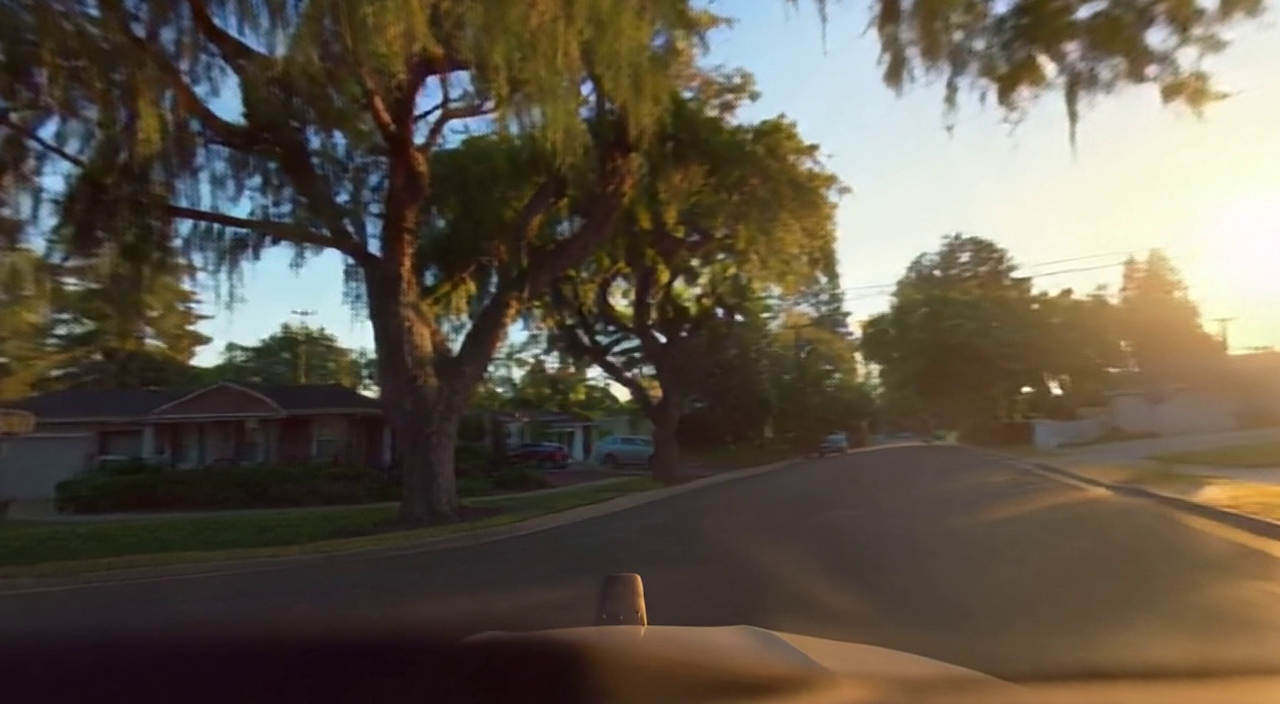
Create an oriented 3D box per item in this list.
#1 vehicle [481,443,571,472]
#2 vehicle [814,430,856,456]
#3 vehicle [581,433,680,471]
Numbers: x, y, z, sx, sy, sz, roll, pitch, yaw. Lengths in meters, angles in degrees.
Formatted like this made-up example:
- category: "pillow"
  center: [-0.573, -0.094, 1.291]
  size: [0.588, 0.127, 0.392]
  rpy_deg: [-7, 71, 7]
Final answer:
- category: "vehicle"
  center: [-6.214, 5.734, 34.409]
  size: [4.531, 1.470, 1.855]
  rpy_deg: [-5, -9, 24]
- category: "vehicle"
  center: [14.637, 6.802, 47.164]
  size: [2.319, 1.758, 4.545]
  rpy_deg: [-5, -9, 24]
- category: "vehicle"
  center: [-0.488, 5.003, 31.567]
  size: [4.559, 1.745, 1.918]
  rpy_deg: [-5, -9, 21]
